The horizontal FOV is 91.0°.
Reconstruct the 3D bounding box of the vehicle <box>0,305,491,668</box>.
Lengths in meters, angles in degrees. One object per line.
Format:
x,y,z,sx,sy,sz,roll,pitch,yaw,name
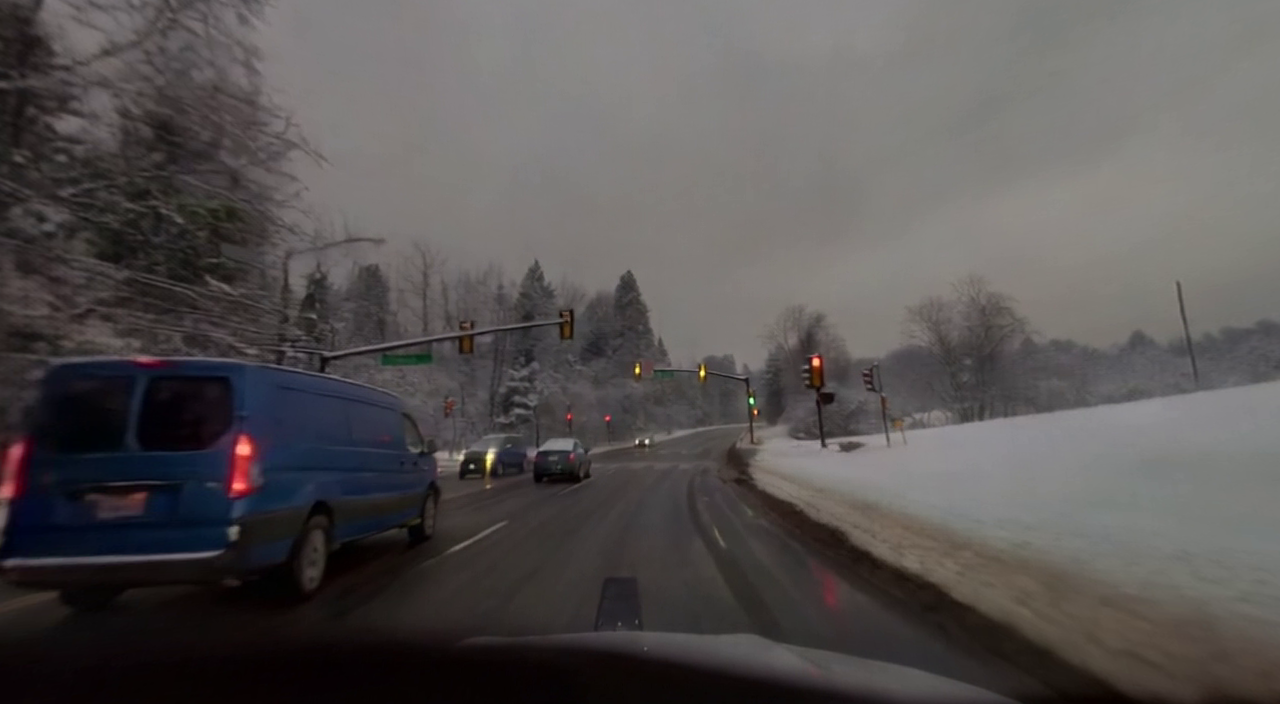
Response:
-3.382,1.156,6.451,2.362,2.185,5.212,0,-8,1,vehicle

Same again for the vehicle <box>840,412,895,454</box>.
10.896,3.904,30.071,2.434,1.886,1.216,6,-10,-35,vehicle

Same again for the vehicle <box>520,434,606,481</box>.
-2.620,3.751,22.668,2.088,1.484,4.572,-1,-8,6,vehicle
